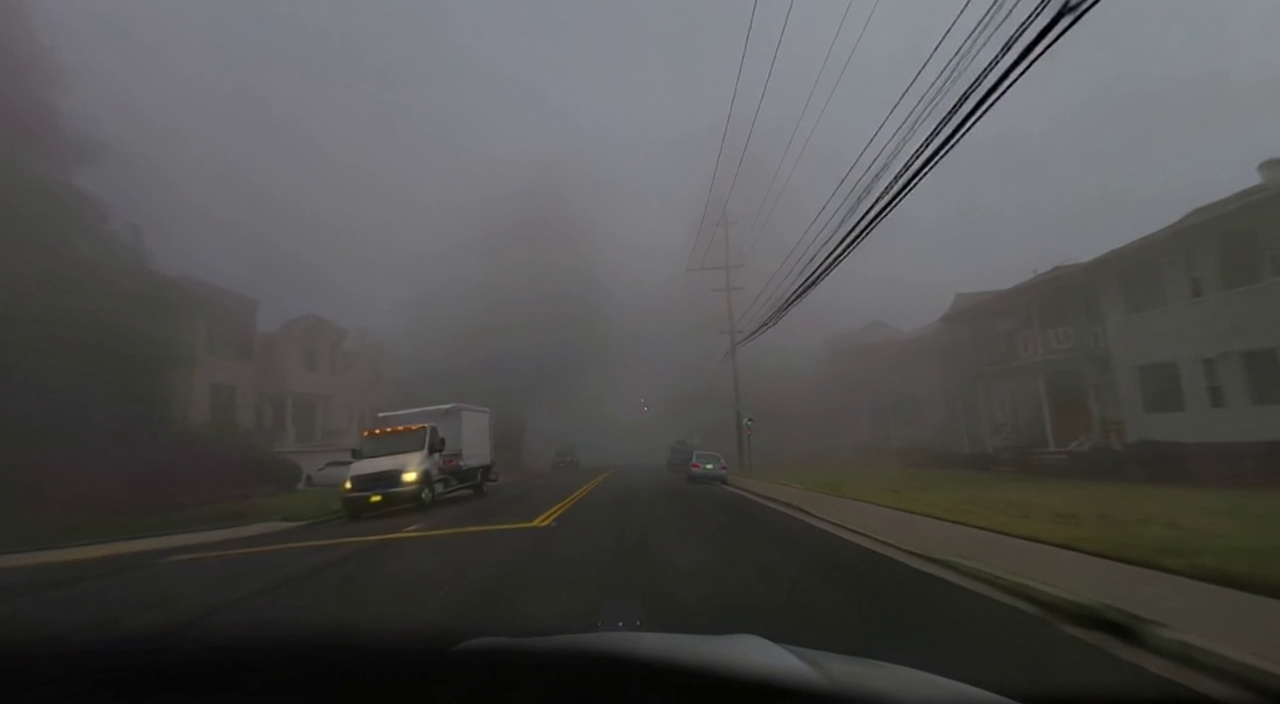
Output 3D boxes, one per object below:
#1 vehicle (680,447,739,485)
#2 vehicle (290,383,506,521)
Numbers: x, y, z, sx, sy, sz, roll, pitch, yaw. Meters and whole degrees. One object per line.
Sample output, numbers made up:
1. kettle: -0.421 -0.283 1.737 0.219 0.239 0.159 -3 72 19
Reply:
1. vehicle: 2.900 4.882 27.331 1.890 1.463 4.952 0 -9 -1
2. vehicle: -6.546 2.964 18.923 3.197 3.187 7.847 -1 -9 2
